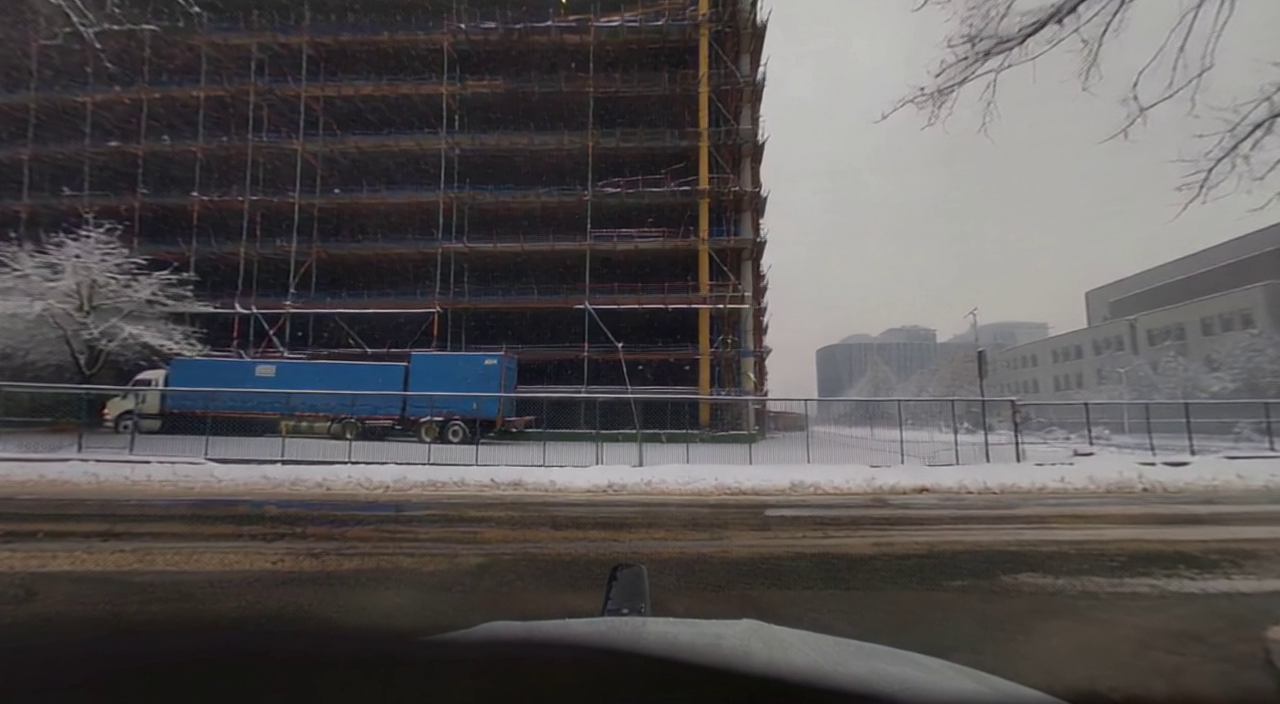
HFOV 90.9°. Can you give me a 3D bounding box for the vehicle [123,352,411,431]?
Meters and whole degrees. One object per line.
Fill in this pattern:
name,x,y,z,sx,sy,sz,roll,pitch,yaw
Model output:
vehicle,-21.205,2.497,37.041,14.067,4.099,2.832,2,-8,-13
